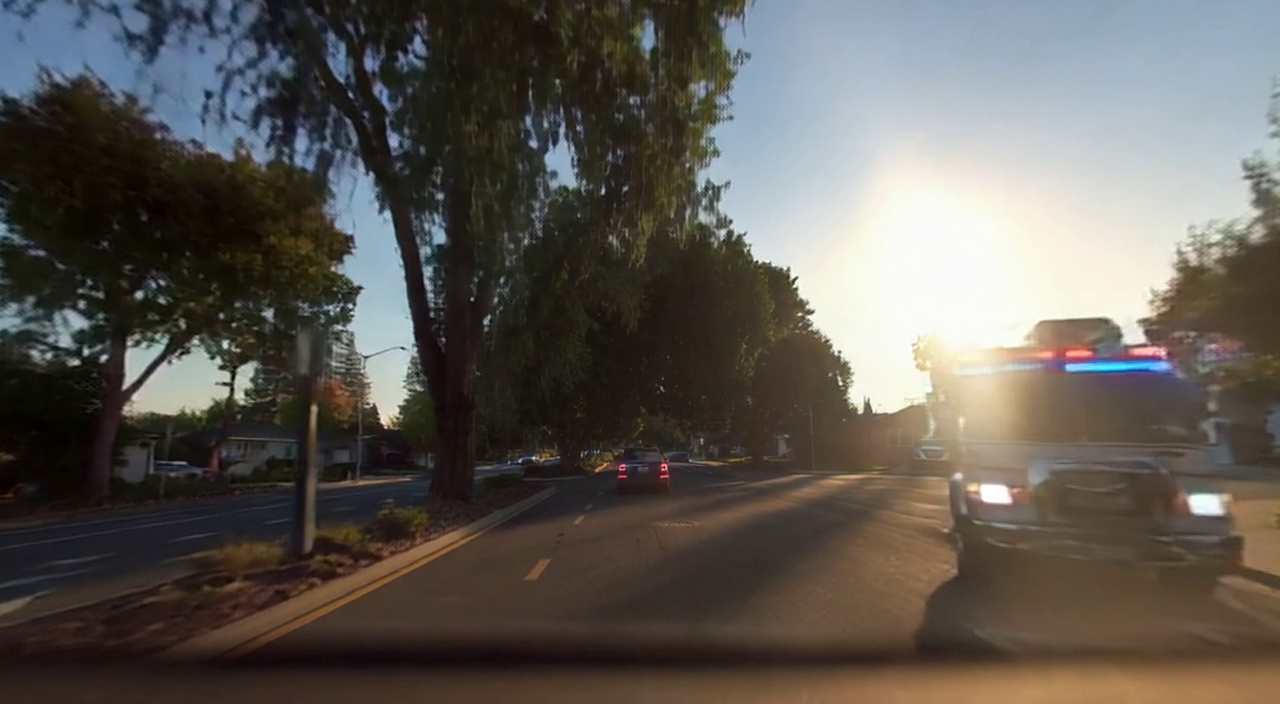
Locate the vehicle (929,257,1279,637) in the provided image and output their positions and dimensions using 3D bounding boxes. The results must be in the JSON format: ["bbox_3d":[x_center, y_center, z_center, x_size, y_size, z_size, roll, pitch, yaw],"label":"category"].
[{"bbox_3d":[5.205,1.181,7.762,2.654,2.824,5.794,-7,-11,24],"label":"vehicle"}]

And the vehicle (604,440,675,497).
[{"bbox_3d":[0.015,3.745,20.642,2.106,1.655,3.717,0,-8,1],"label":"vehicle"}]
